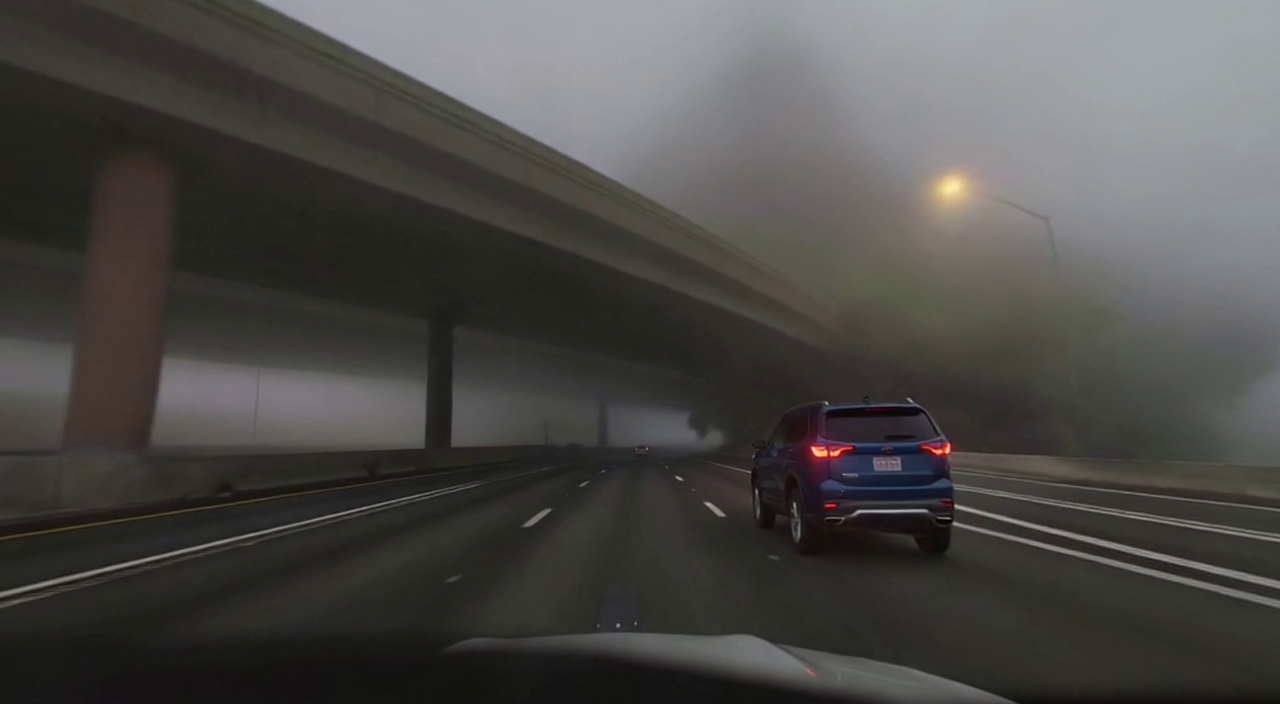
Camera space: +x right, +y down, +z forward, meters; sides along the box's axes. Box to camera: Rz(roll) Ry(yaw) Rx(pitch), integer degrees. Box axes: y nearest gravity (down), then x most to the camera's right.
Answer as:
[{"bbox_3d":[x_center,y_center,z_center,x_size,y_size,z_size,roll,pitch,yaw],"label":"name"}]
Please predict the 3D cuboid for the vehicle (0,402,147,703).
[{"bbox_3d":[-3.845,0.794,1.516,2.021,1.504,4.054,0,-9,0],"label":"vehicle"}]

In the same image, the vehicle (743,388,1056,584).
[{"bbox_3d":[2.975,1.693,8.789,2.155,1.918,4.945,0,-9,-1],"label":"vehicle"}]
